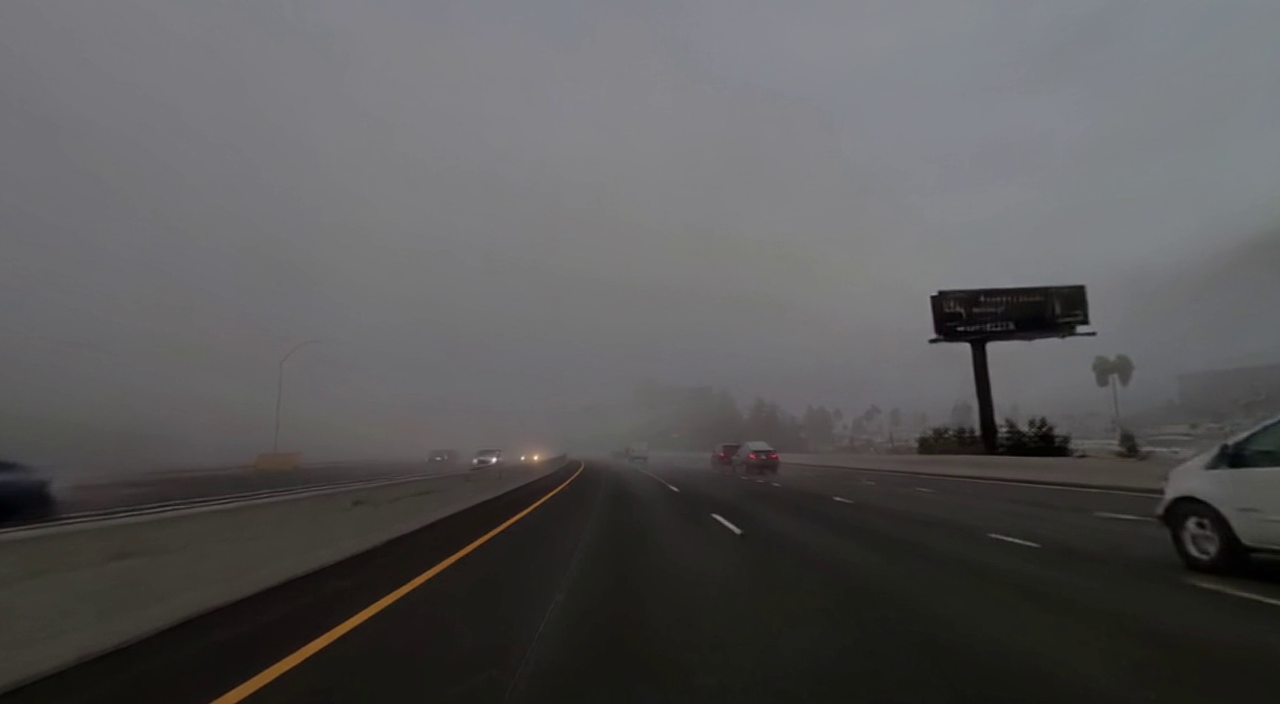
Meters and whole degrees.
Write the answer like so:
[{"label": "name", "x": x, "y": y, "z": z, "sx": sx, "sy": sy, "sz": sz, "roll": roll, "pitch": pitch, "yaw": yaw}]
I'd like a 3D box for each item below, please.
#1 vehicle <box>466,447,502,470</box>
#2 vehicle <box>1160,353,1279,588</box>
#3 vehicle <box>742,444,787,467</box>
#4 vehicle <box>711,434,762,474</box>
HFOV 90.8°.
[{"label": "vehicle", "x": -11.227, "y": 7.684, "z": 45.731, "sx": 1.799, "sy": 1.433, "sz": 4.661, "roll": -1, "pitch": -7, "yaw": -4}, {"label": "vehicle", "x": 6.475, "y": 0.782, "z": 3.920, "sx": 2.181, "sy": 1.952, "sz": 4.973, "roll": 0, "pitch": -9, "yaw": 0}, {"label": "vehicle", "x": 8.845, "y": 7.367, "z": 45.251, "sx": 1.981, "sy": 1.508, "sz": 4.768, "roll": 0, "pitch": -9, "yaw": -4}, {"label": "vehicle", "x": 5.665, "y": 6.070, "z": 37.749, "sx": 2.043, "sy": 2.154, "sz": 4.731, "roll": 0, "pitch": -9, "yaw": -3}]
